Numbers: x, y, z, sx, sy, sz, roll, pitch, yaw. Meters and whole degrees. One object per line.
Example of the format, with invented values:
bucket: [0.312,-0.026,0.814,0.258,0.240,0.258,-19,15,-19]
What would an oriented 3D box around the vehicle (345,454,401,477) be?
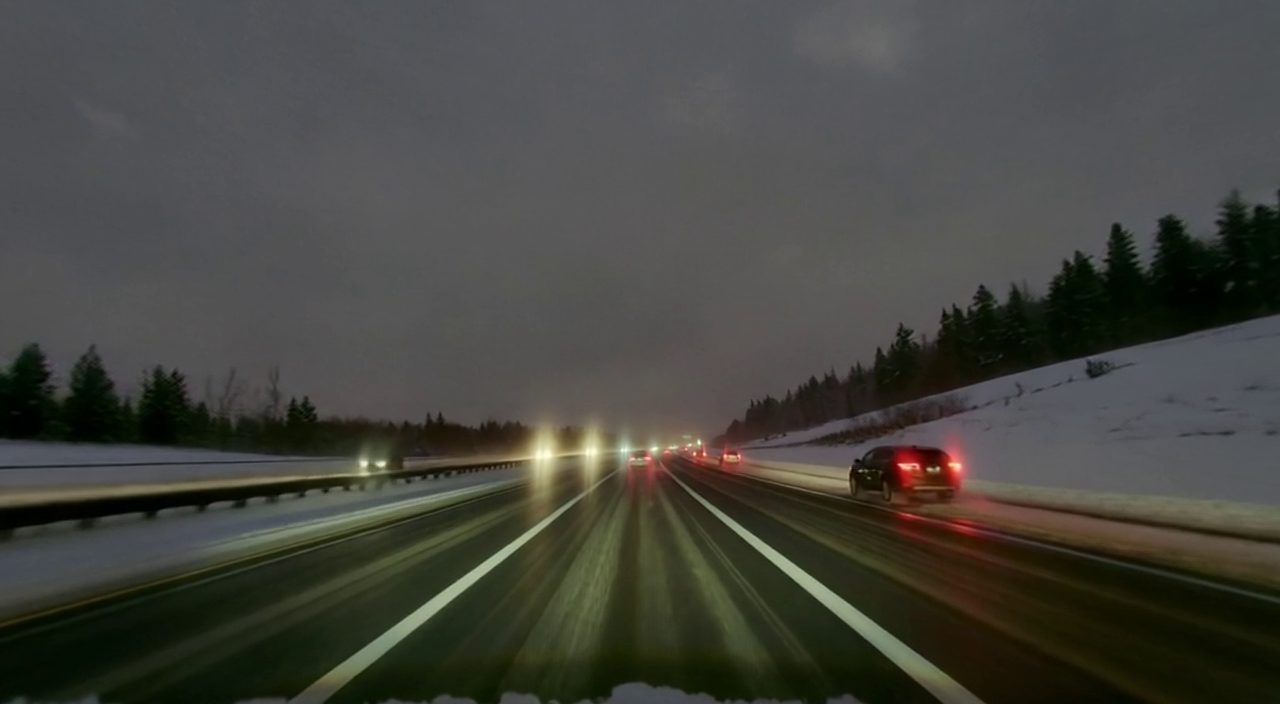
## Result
vehicle: [-19.058,8.095,44.990,1.958,1.491,4.516,-1,-9,2]

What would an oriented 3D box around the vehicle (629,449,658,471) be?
vehicle: [0.270,7.924,46.156,2.025,1.526,4.181,-1,-9,1]

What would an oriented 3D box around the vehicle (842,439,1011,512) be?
vehicle: [6.868,2.992,15.699,2.008,1.533,4.592,0,-9,-1]

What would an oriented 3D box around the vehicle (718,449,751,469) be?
vehicle: [7.332,8.294,48.839,1.941,1.485,3.701,0,-9,-1]
